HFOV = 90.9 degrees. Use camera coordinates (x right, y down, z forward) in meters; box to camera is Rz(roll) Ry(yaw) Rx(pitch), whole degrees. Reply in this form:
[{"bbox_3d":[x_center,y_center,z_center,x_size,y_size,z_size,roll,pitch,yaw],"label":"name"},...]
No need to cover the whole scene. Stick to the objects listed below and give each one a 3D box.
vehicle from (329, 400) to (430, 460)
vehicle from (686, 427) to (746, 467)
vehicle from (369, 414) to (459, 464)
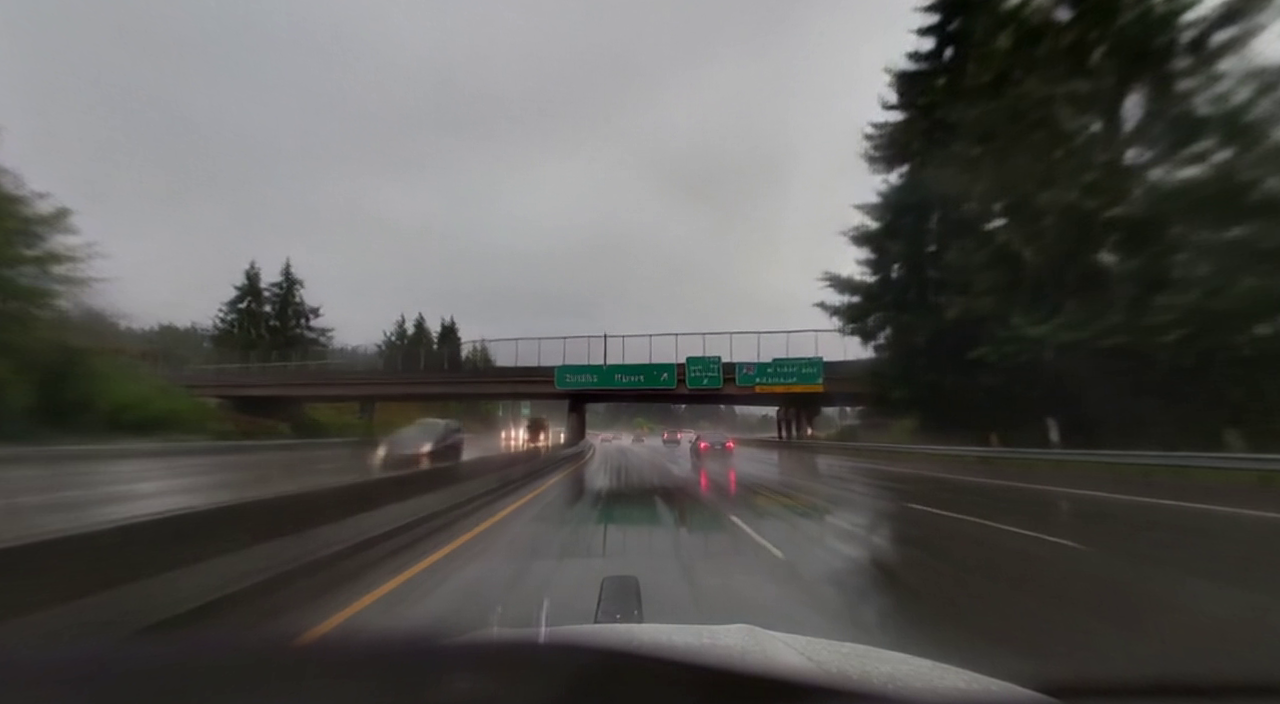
[{"bbox_3d":[-13.896,4.270,34.416,2.596,2.931,7.236,0,-8,-2],"label":"vehicle"},{"bbox_3d":[3.230,4.094,27.385,1.938,1.578,3.764,0,-8,-3],"label":"vehicle"},{"bbox_3d":[-9.412,3.691,26.790,2.163,1.902,4.715,0,-8,-1],"label":"vehicle"}]
